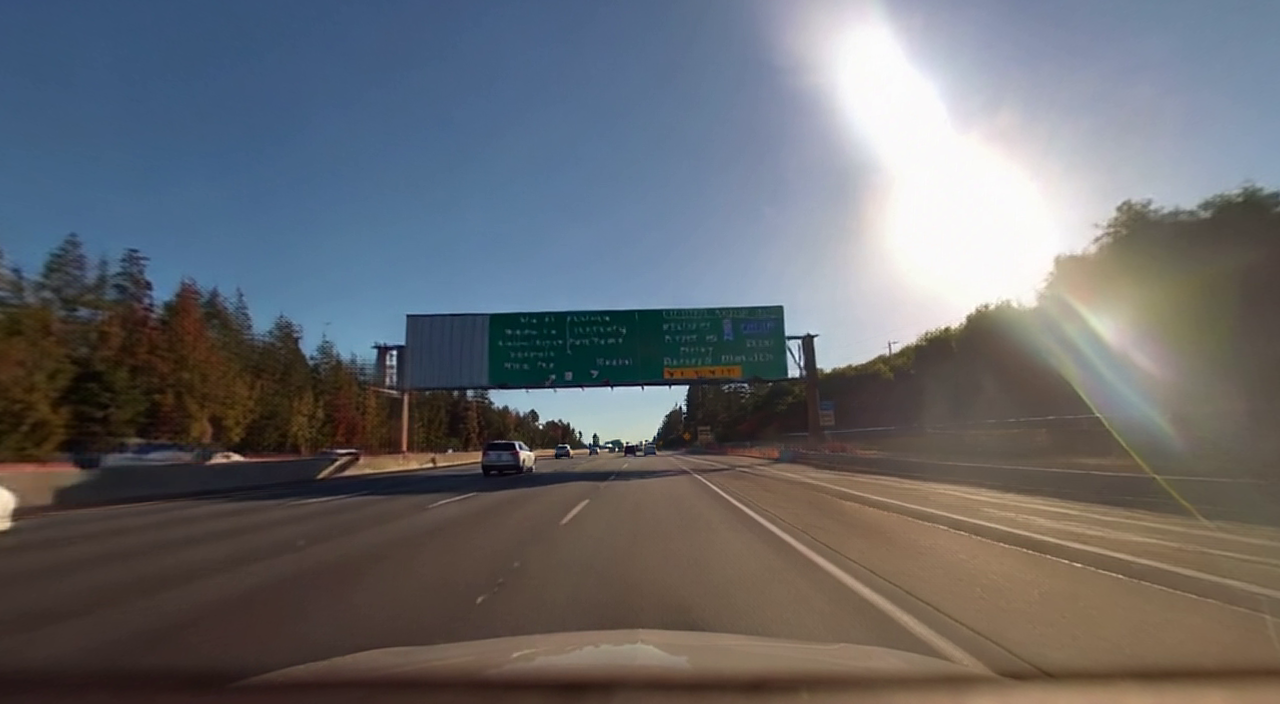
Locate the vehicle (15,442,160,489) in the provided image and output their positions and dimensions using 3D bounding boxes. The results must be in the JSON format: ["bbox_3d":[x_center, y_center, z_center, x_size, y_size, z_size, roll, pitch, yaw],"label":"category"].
[{"bbox_3d":[-18.480,3.780,21.297,1.582,1.440,3.554,0,-9,1],"label":"vehicle"}]

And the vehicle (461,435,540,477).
[{"bbox_3d":[-6.185,4.673,28.537,2.402,1.733,4.512,0,-8,2],"label":"vehicle"}]
